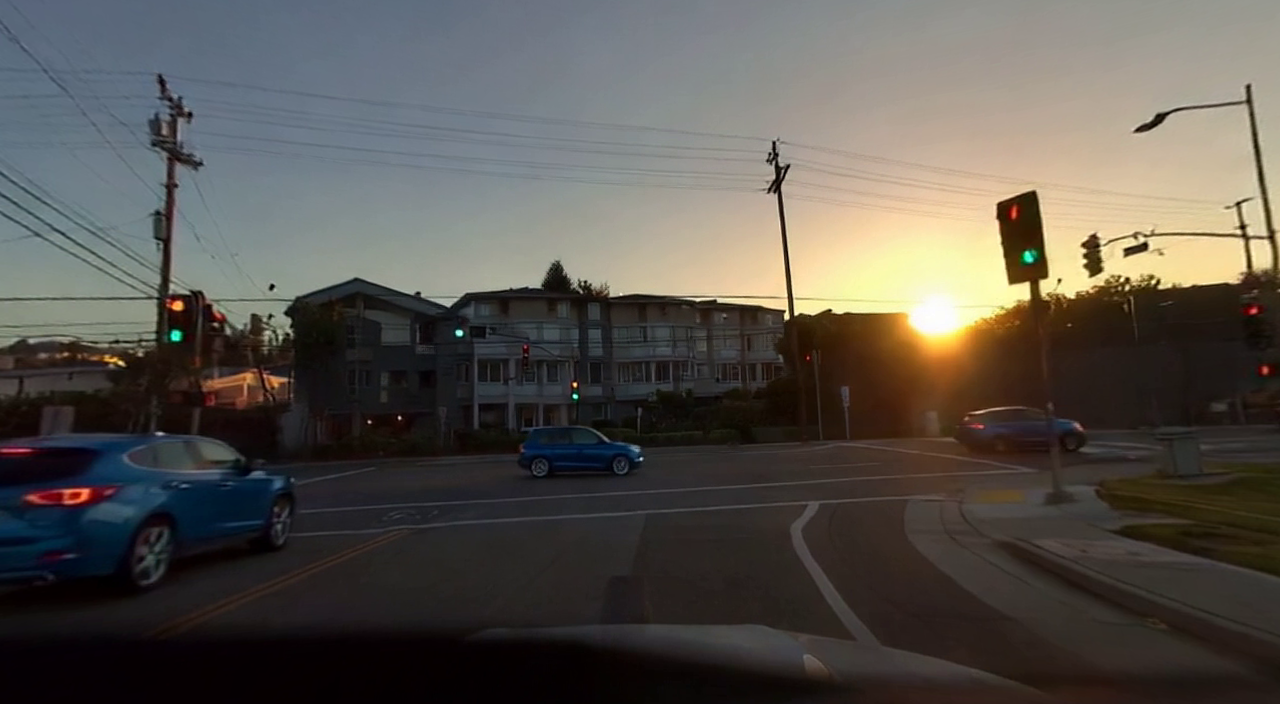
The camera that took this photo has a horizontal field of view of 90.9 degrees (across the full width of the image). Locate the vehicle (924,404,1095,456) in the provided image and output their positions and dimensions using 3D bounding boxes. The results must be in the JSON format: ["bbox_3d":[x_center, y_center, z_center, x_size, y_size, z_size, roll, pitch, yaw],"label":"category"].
[{"bbox_3d":[12.523,2.691,21.594,4.636,1.668,1.935,0,-9,-3],"label":"vehicle"}]

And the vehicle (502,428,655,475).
[{"bbox_3d":[-1.979,3.247,20.668,4.757,1.442,1.858,0,-8,-4],"label":"vehicle"}]

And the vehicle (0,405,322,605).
[{"bbox_3d":[-6.051,1.686,7.871,1.928,1.726,4.704,0,-9,-3],"label":"vehicle"}]
